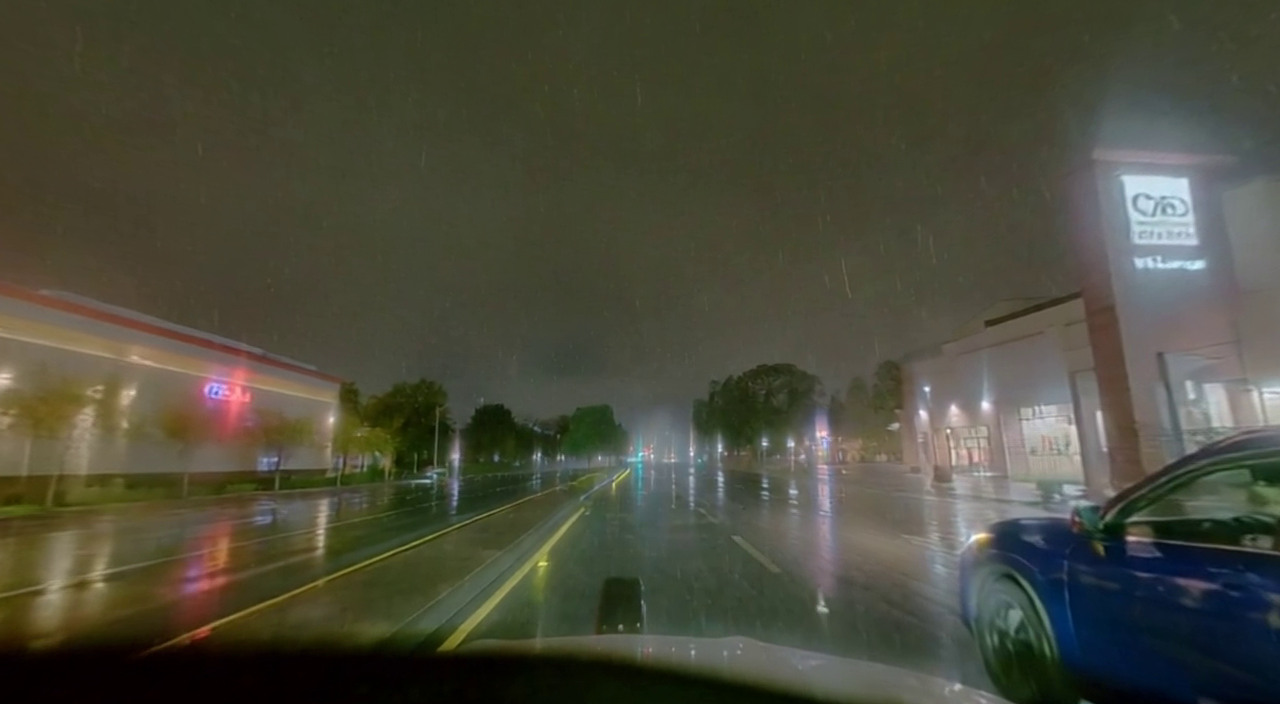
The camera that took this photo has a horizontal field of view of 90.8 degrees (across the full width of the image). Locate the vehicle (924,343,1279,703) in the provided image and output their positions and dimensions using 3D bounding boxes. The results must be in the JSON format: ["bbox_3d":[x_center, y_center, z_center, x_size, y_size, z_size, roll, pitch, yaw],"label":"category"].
[{"bbox_3d":[2.956,0.761,1.664,2.015,1.641,4.995,0,-9,-1],"label":"vehicle"}]
